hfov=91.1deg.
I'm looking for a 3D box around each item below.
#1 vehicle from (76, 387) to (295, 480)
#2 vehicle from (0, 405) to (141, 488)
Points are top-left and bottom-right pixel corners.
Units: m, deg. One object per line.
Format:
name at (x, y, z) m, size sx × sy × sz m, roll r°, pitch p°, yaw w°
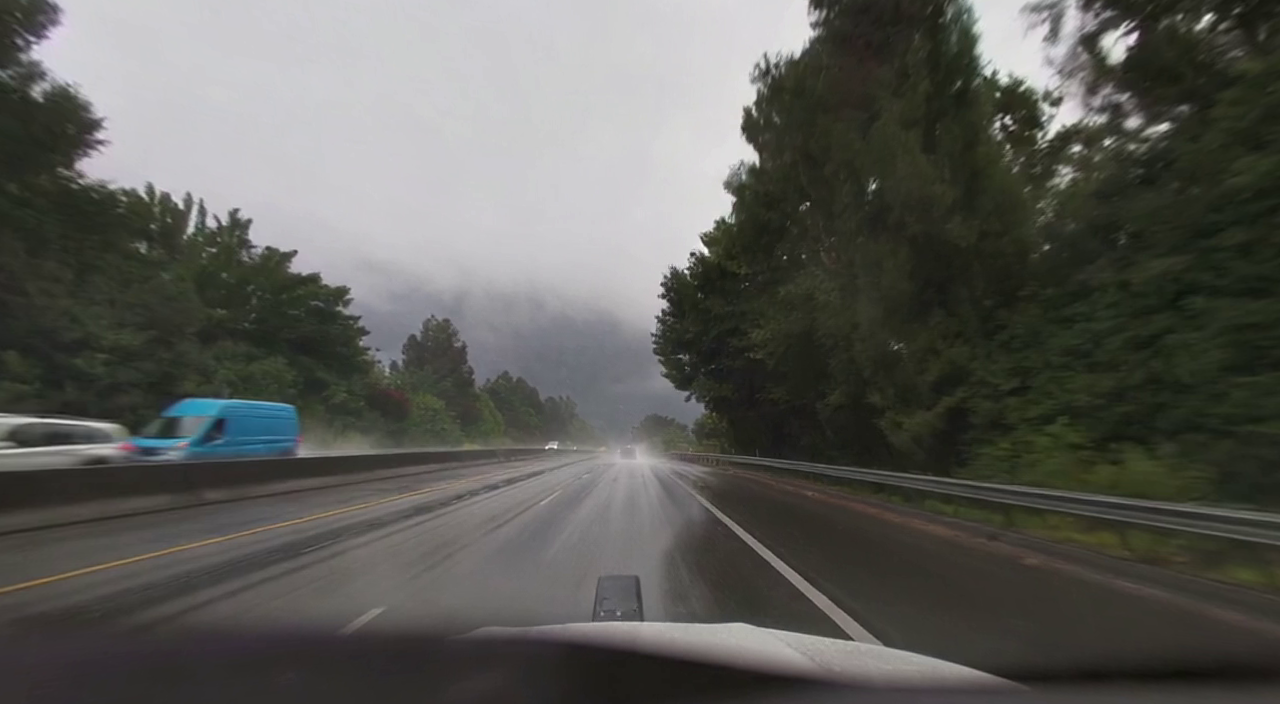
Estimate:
vehicle at (-15.142, 2.838, 21.765) m, size 2.590 × 2.700 × 6.682 m, roll 0°, pitch -8°, yaw 0°
vehicle at (-15.005, 2.221, 14.810) m, size 2.090 × 1.794 × 5.319 m, roll 0°, pitch -8°, yaw -1°
